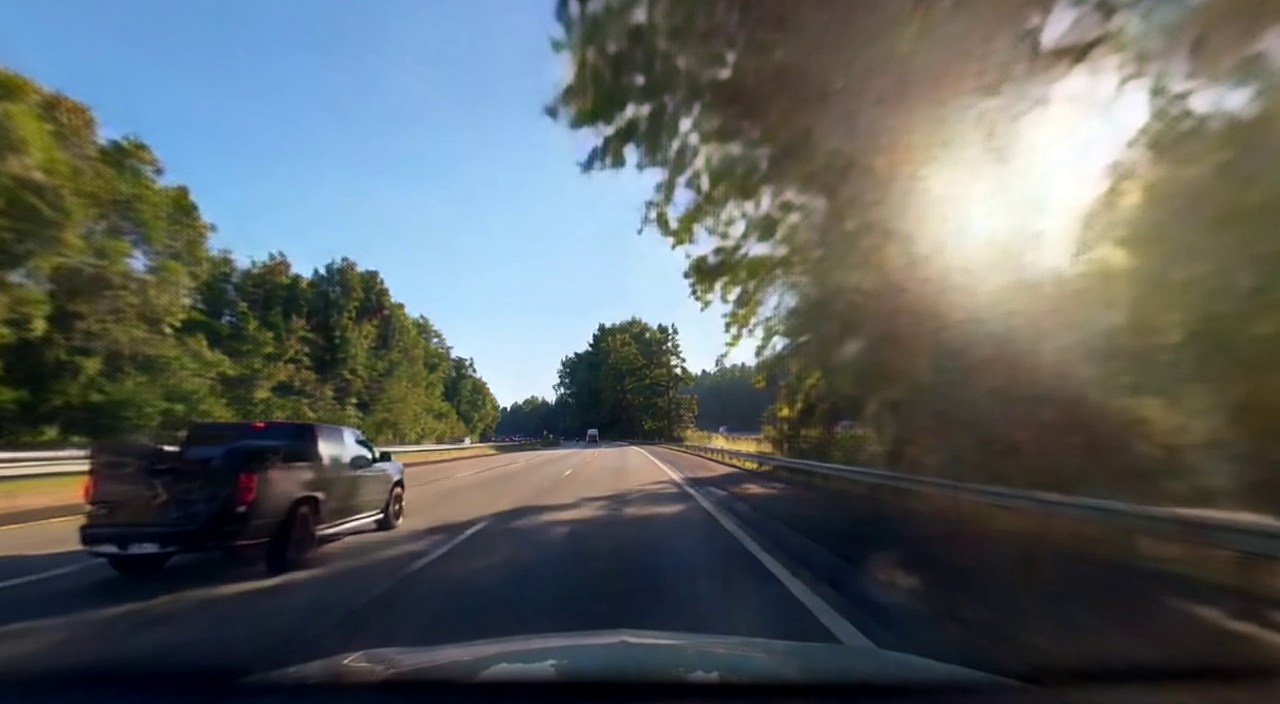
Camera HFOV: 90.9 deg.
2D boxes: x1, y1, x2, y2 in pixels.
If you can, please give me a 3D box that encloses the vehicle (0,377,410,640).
[{"bbox_3d":[-4.033,1.266,6.133,2.034,1.675,4.080,0,-7,0],"label":"vehicle"}]
